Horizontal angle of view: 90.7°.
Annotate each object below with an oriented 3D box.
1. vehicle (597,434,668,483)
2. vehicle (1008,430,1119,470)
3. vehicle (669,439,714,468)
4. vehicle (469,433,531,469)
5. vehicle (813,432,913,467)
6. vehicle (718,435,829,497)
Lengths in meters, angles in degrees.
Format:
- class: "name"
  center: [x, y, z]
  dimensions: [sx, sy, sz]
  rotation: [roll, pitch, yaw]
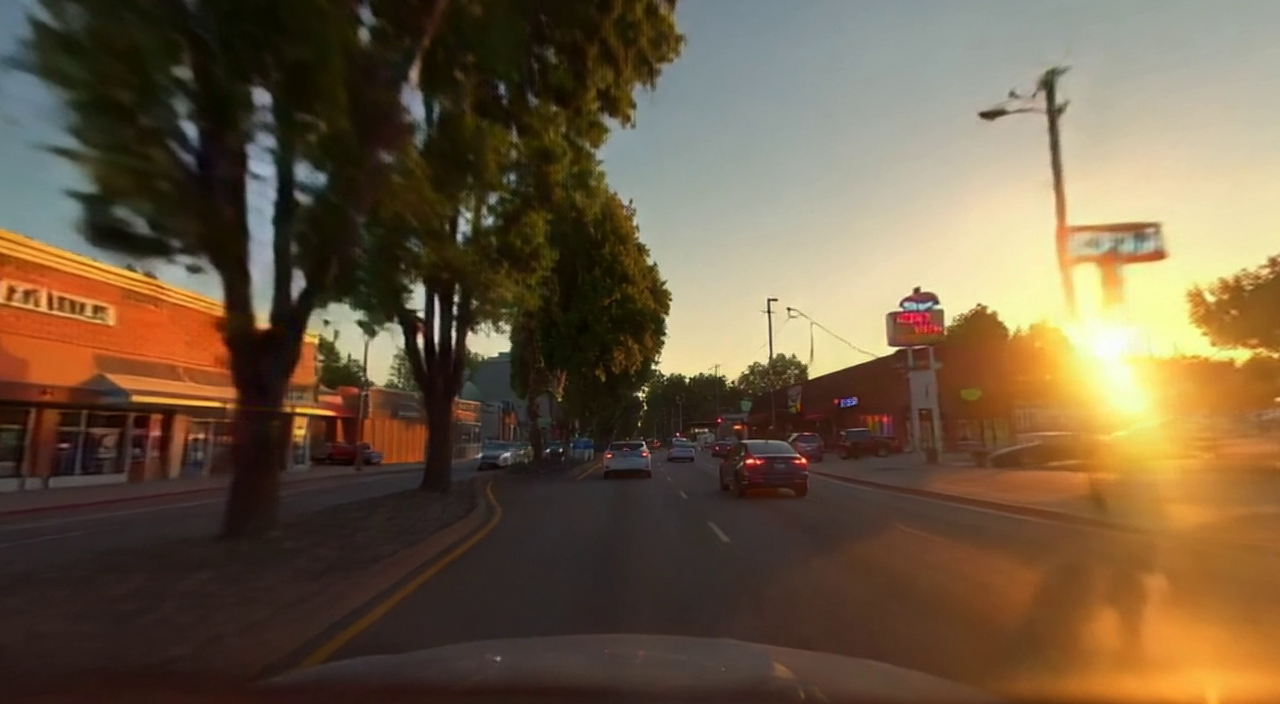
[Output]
- class: "vehicle"
  center: [-0.276, 3.718, 22.334]
  dimensions: [2.232, 1.508, 4.319]
  rotation: [0, -9, -1]
- class: "vehicle"
  center: [17.509, 4.107, 26.461]
  dimensions: [1.772, 1.478, 4.381]
  rotation: [0, -9, 2]
- class: "vehicle"
  center: [2.832, 5.696, 35.711]
  dimensions: [2.098, 1.527, 3.966]
  rotation: [0, -9, -2]
- class: "vehicle"
  center: [-8.277, 5.950, 38.036]
  dimensions: [2.320, 1.949, 5.755]
  rotation: [-1, -9, 2]
- class: "vehicle"
  center: [11.414, 5.012, 32.575]
  dimensions: [4.291, 1.652, 2.122]
  rotation: [1, -9, -7]
- class: "vehicle"
  center: [3.459, 3.046, 17.279]
  dimensions: [2.060, 1.471, 4.168]
  rotation: [0, -9, -1]
